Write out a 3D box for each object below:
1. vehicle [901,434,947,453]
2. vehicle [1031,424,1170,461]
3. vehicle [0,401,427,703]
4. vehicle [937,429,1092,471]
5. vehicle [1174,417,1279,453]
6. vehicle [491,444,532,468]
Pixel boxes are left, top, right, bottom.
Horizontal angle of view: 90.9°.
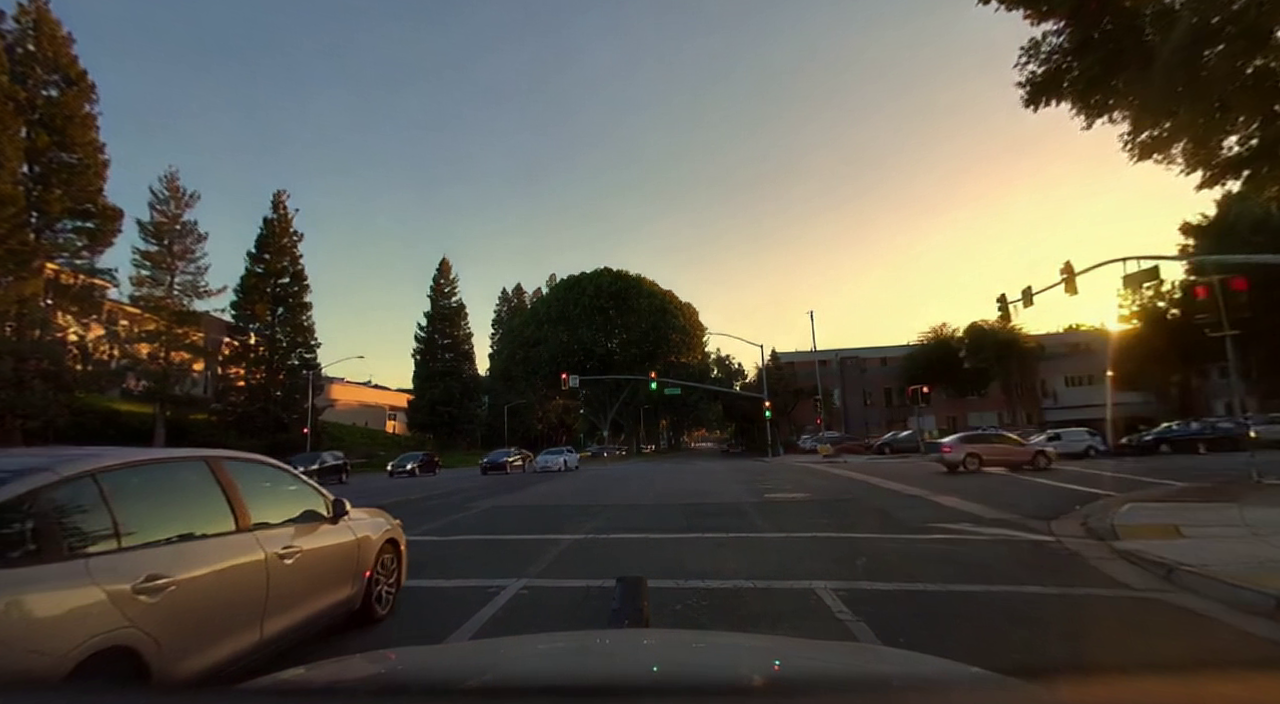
[{"bbox_3d":[22.386,7.200,49.528,1.930,1.410,4.313,-8,-11,42],"label":"vehicle"},{"bbox_3d":[19.957,3.937,27.427,4.552,1.492,2.002,0,-9,-4],"label":"vehicle"},{"bbox_3d":[-2.936,1.097,3.268,1.924,1.482,4.734,0,-8,1],"label":"vehicle"},{"bbox_3d":[13.411,3.558,22.855,4.364,1.450,1.841,-1,-9,8],"label":"vehicle"},{"bbox_3d":[26.780,3.731,28.130,4.240,1.540,1.944,1,-9,-5],"label":"vehicle"},{"bbox_3d":[-9.768,7.955,48.319,1.905,1.724,4.449,-1,-8,5],"label":"vehicle"}]
